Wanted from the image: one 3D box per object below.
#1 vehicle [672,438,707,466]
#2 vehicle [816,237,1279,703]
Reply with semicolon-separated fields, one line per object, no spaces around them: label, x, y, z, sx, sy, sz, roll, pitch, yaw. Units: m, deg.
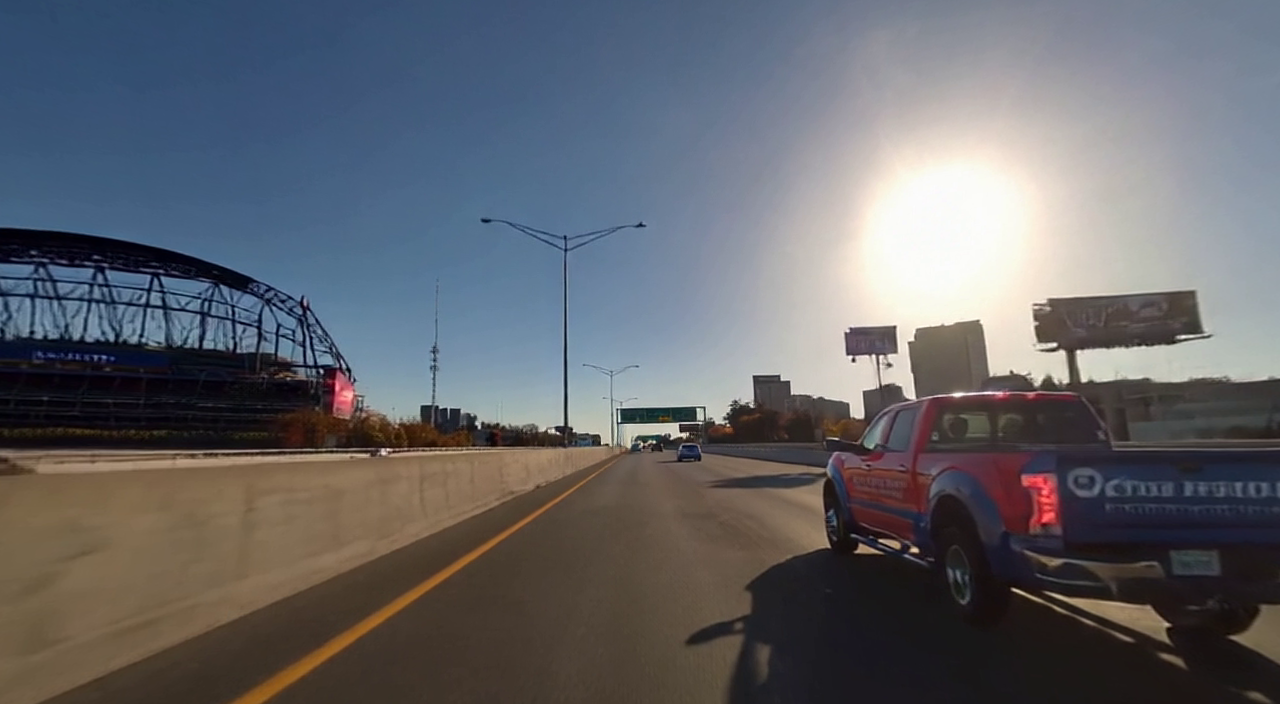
vehicle;3.282;6.771;42.756;1.973;1.774;4.092;0;-9;-1
vehicle;3.060;0.990;4.347;2.199;2.002;4.970;0;-9;0
